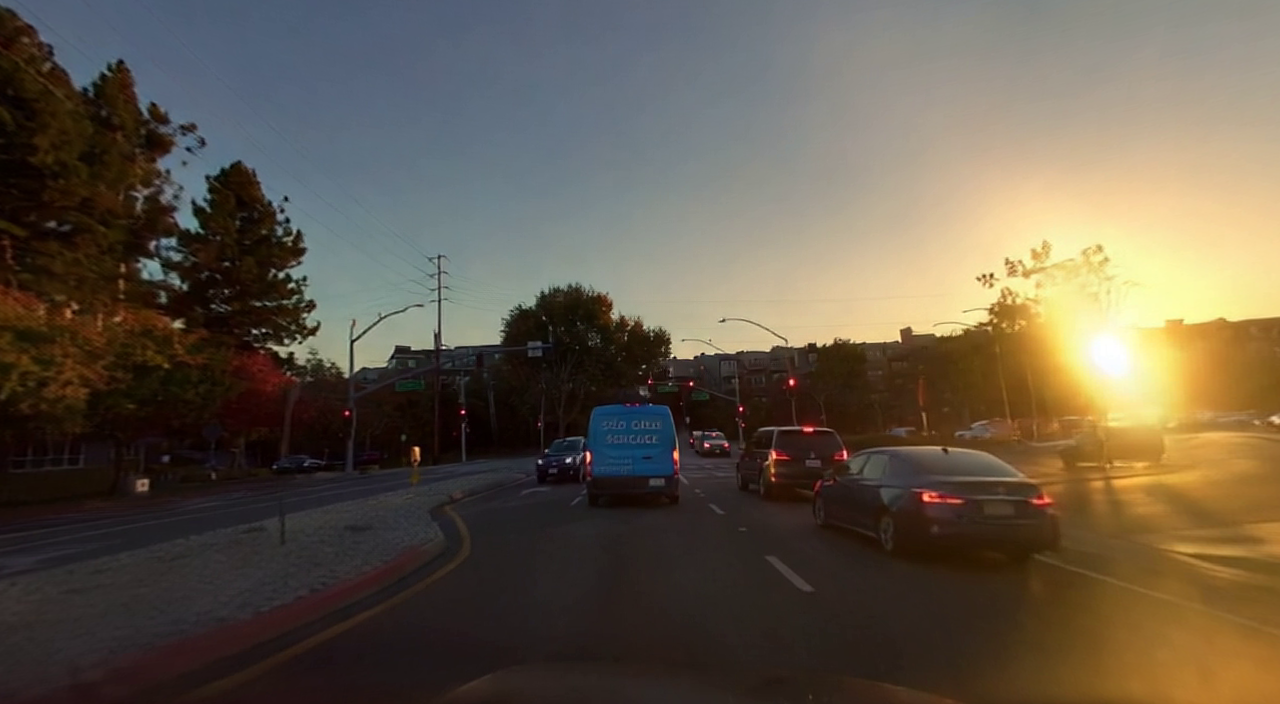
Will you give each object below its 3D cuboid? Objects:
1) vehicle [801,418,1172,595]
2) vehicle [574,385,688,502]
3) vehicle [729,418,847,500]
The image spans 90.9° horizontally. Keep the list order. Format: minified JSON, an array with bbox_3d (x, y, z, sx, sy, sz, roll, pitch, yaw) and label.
[{"bbox_3d":[3.520,1.644,7.681,1.951,1.483,4.582,0,-8,1],"label":"vehicle"},{"bbox_3d":[-0.078,2.314,16.013,2.422,2.488,4.992,-1,-8,3],"label":"vehicle"},{"bbox_3d":[3.531,2.654,15.948,1.965,1.771,4.295,0,-8,0],"label":"vehicle"}]
